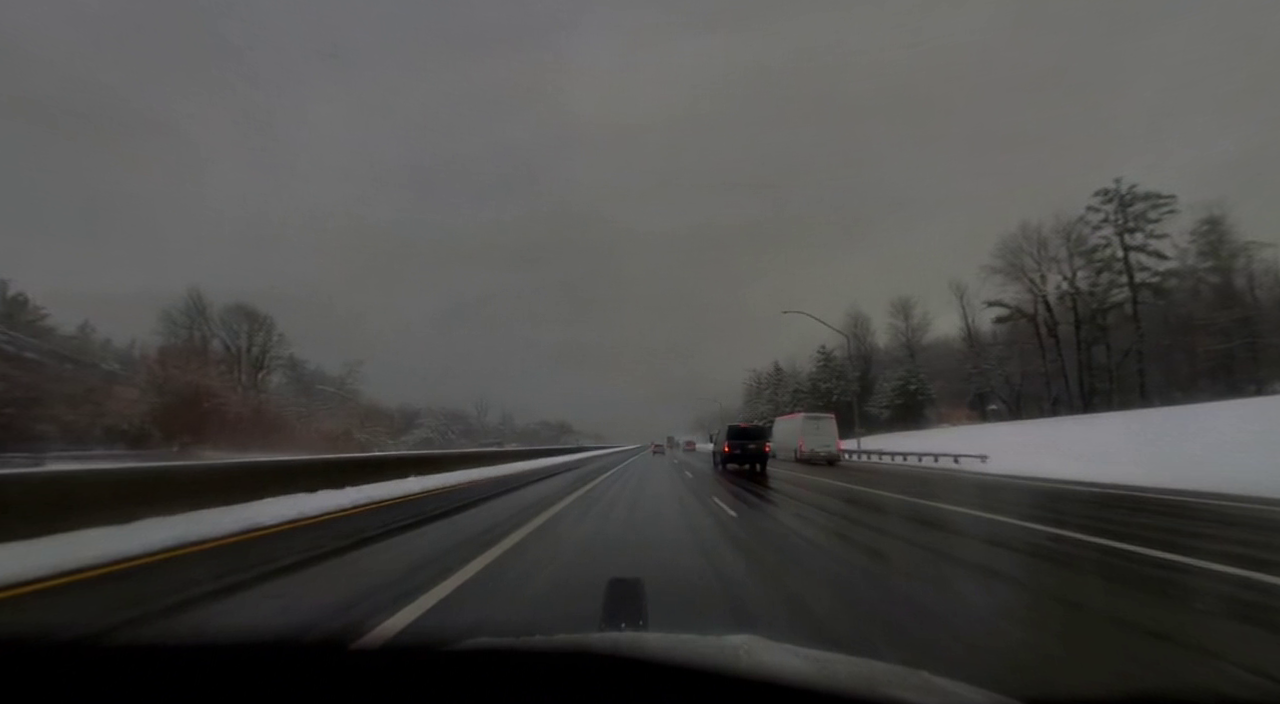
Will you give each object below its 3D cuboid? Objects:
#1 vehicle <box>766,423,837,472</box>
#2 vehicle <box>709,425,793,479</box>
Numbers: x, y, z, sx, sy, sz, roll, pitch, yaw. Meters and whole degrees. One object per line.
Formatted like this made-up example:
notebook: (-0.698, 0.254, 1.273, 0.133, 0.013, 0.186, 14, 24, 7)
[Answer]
vehicle: (8.202, 4.931, 32.715, 2.229, 2.317, 5.399, 0, -8, 0)
vehicle: (4.528, 4.206, 26.791, 2.505, 2.020, 5.532, 0, -8, 0)
